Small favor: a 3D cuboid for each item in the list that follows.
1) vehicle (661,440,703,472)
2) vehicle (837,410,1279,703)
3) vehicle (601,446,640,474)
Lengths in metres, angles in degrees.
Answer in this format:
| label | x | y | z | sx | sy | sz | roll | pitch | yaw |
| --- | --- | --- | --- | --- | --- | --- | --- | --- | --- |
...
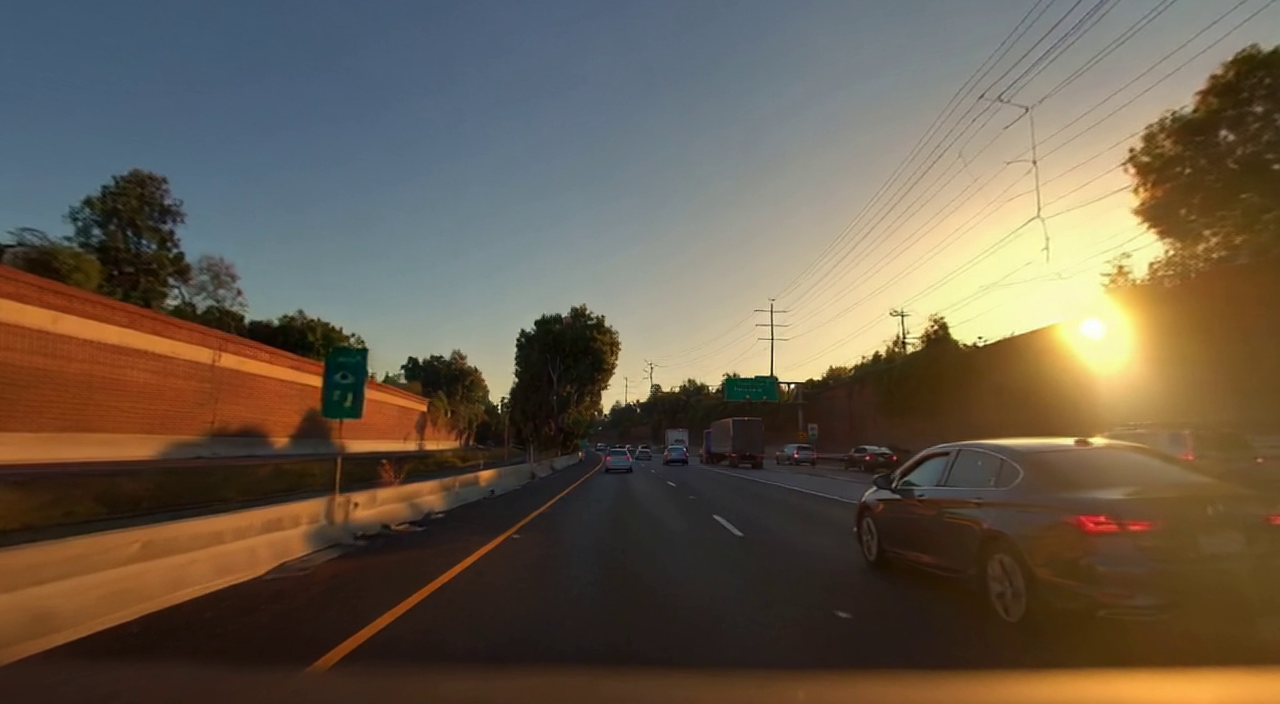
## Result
| label | x | y | z | sx | sy | sz | roll | pitch | yaw |
| --- | --- | --- | --- | --- | --- | --- | --- | --- | --- |
| vehicle | 2.527 | 6.411 | 39.328 | 2.114 | 1.849 | 4.692 | 0 | -9 | -3 |
| vehicle | 3.128 | 1.279 | 4.576 | 1.922 | 1.465 | 4.165 | 0 | -9 | -2 |
| vehicle | -1.115 | 6.028 | 35.494 | 2.083 | 1.477 | 3.965 | 0 | -9 | -3 |
